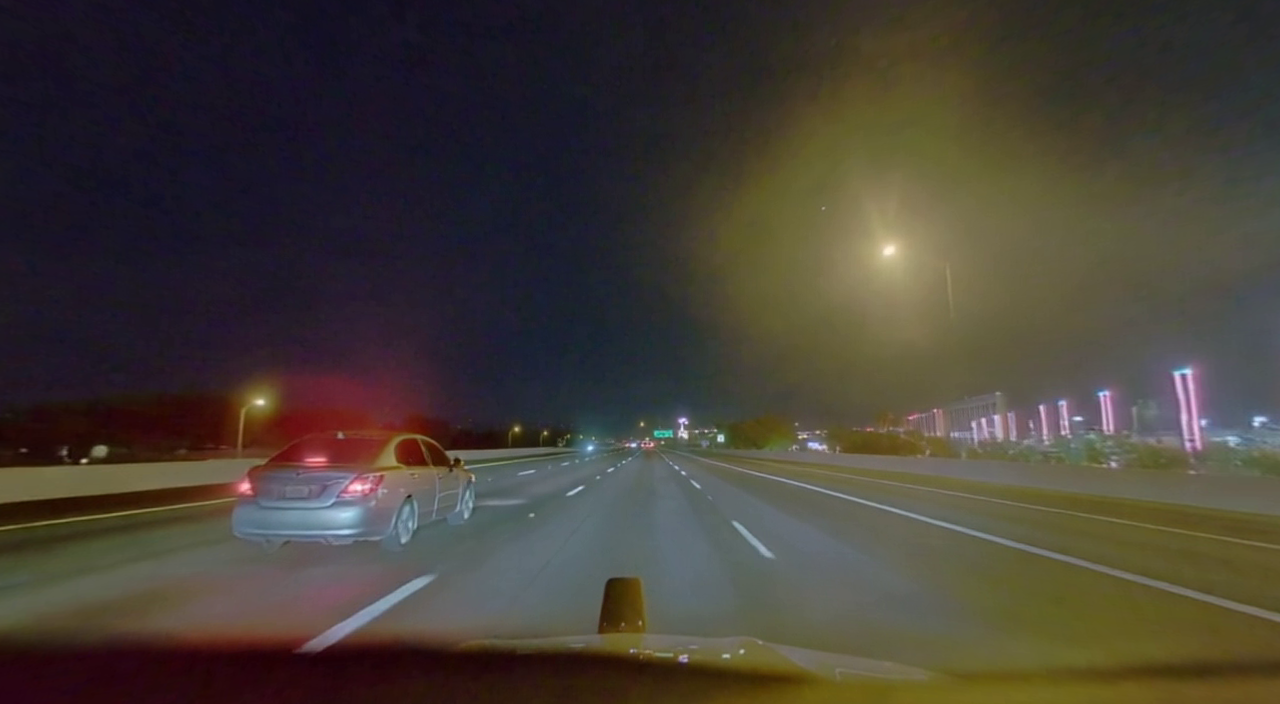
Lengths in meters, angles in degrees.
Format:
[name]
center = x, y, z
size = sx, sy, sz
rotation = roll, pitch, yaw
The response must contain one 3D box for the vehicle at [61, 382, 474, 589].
[vehicle]
center = -3.915, 1.504, 7.970
size = 2.145, 1.793, 4.762
rotation = 0, -8, 2
